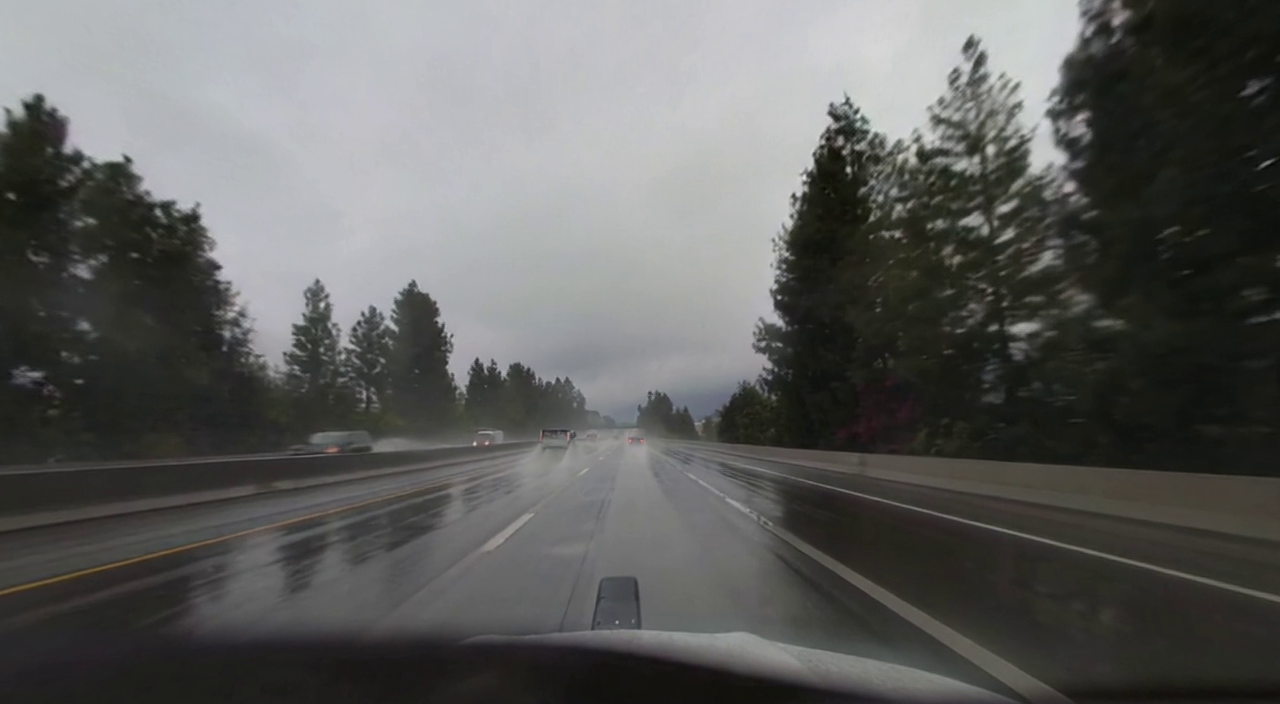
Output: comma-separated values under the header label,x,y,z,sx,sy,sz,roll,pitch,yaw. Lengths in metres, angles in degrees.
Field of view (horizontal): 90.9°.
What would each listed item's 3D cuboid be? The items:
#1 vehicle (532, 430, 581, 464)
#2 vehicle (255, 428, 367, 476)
label,x,y,z,sx,sy,sz,roll,pitch,yaw
vehicle,-4.296,4.923,32.883,2.003,1.626,4.256,0,-8,0
vehicle,-12.257,3.734,23.858,1.935,1.645,4.299,0,-8,-1
